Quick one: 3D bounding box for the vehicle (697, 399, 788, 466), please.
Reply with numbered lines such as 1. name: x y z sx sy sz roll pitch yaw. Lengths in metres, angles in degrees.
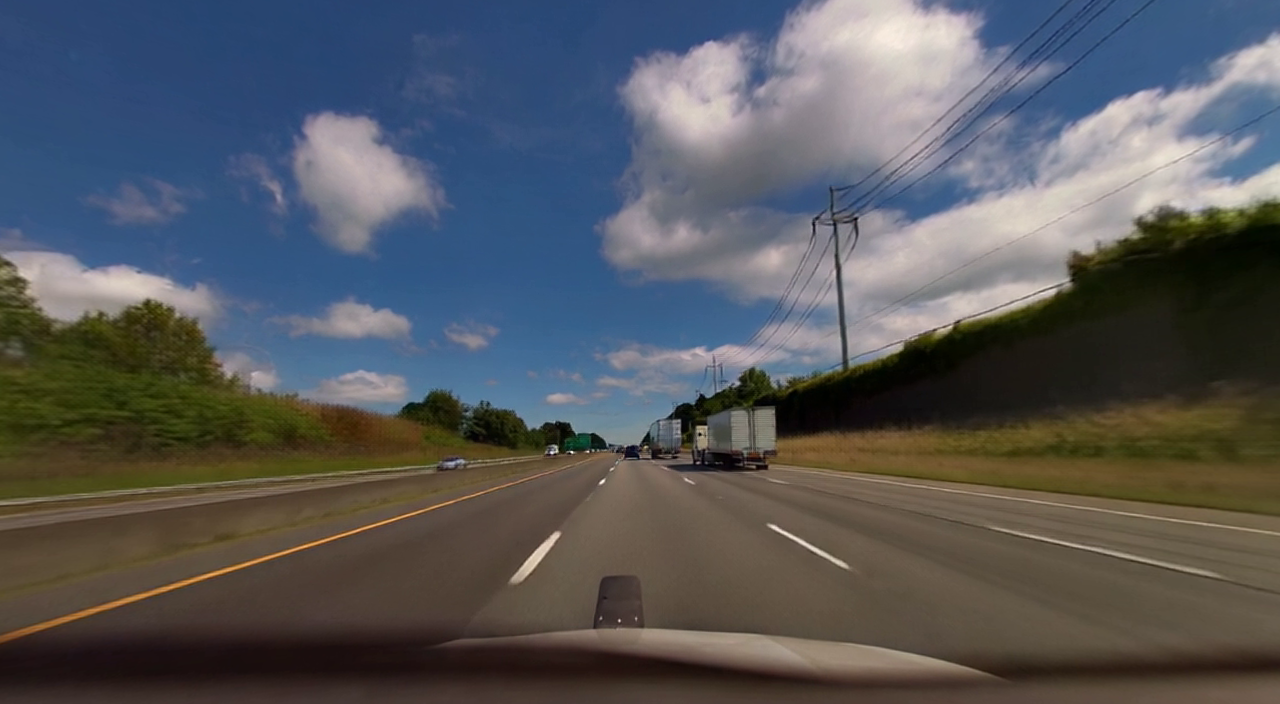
1. vehicle: 7.142 6.316 47.735 3.400 4.134 17.388 0 -9 -2
